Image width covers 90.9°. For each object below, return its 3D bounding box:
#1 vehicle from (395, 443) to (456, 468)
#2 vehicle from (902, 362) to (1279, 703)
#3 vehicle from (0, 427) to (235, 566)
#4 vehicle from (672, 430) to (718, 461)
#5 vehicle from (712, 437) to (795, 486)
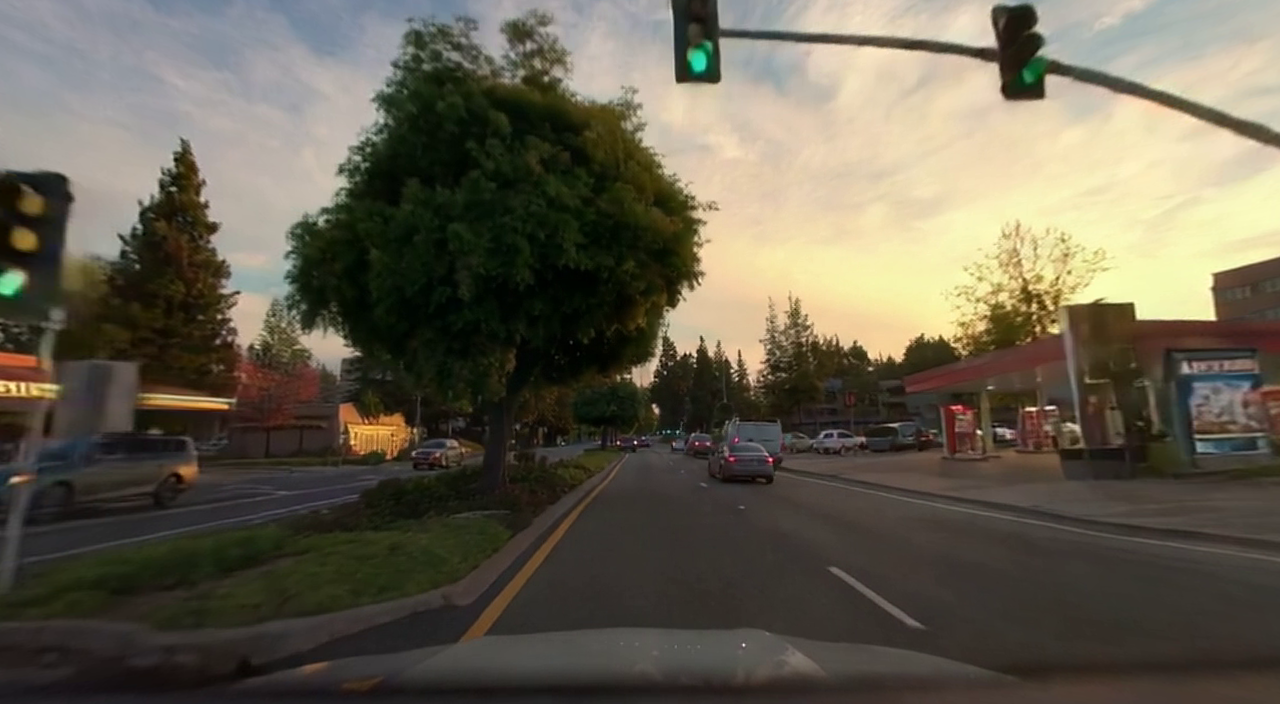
[{"bbox_3d":[-14.190,6.843,42.098,2.031,1.539,5.646,0,-8,0],"label":"vehicle"},{"bbox_3d":[3.775,1.089,4.225,1.875,1.665,4.931,0,-8,0],"label":"vehicle"},{"bbox_3d":[-8.317,1.790,8.228,2.842,1.476,4.980,-3,-7,-1],"label":"vehicle"},{"bbox_3d":[3.709,6.441,43.527,2.611,1.983,5.165,0,-8,-1],"label":"vehicle"},{"bbox_3d":[3.623,3.564,20.875,1.871,1.442,4.122,0,-8,-1],"label":"vehicle"}]
